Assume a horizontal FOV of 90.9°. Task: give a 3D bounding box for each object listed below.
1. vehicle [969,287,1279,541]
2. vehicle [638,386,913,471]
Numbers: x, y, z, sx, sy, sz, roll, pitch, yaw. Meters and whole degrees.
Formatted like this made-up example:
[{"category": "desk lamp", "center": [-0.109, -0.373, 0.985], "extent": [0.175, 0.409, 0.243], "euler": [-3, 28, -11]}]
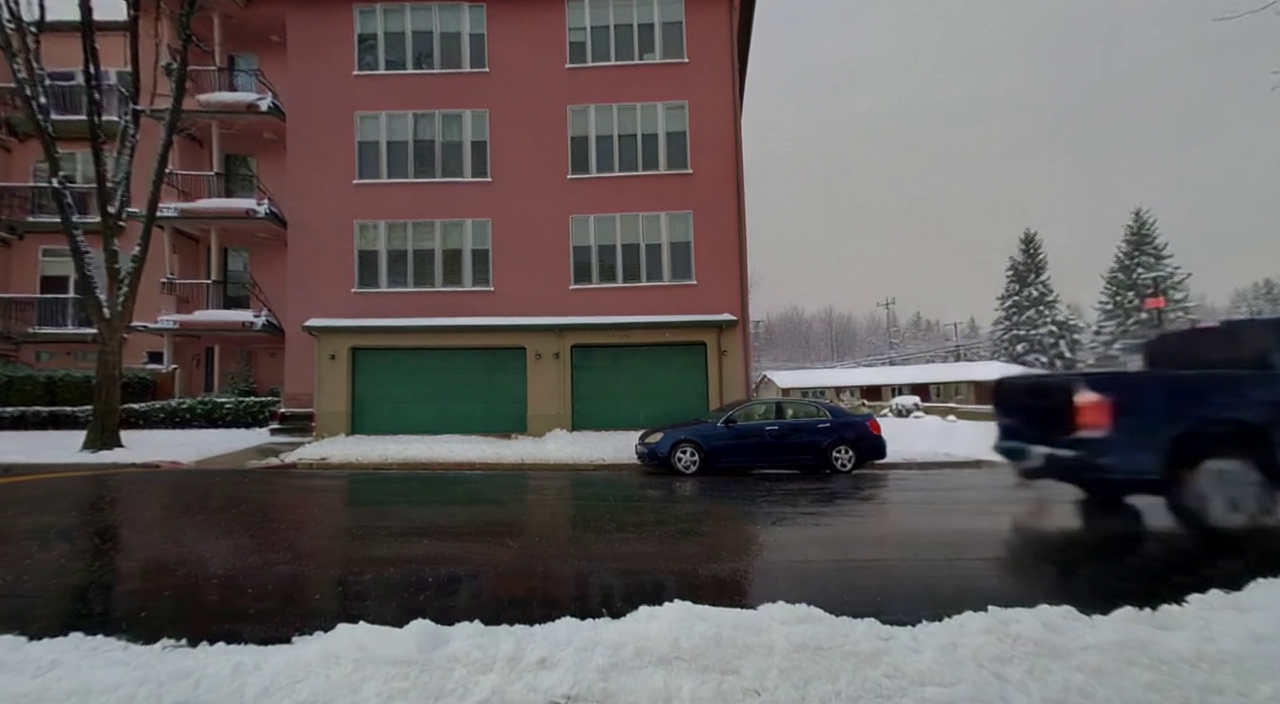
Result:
[{"category": "vehicle", "center": [6.498, 0.606, 6.003], "extent": [5.448, 1.974, 2.176], "euler": [0, -8, 0]}, {"category": "vehicle", "center": [2.314, 1.448, 11.786], "extent": [4.697, 1.444, 1.825], "euler": [0, -8, -1]}]
